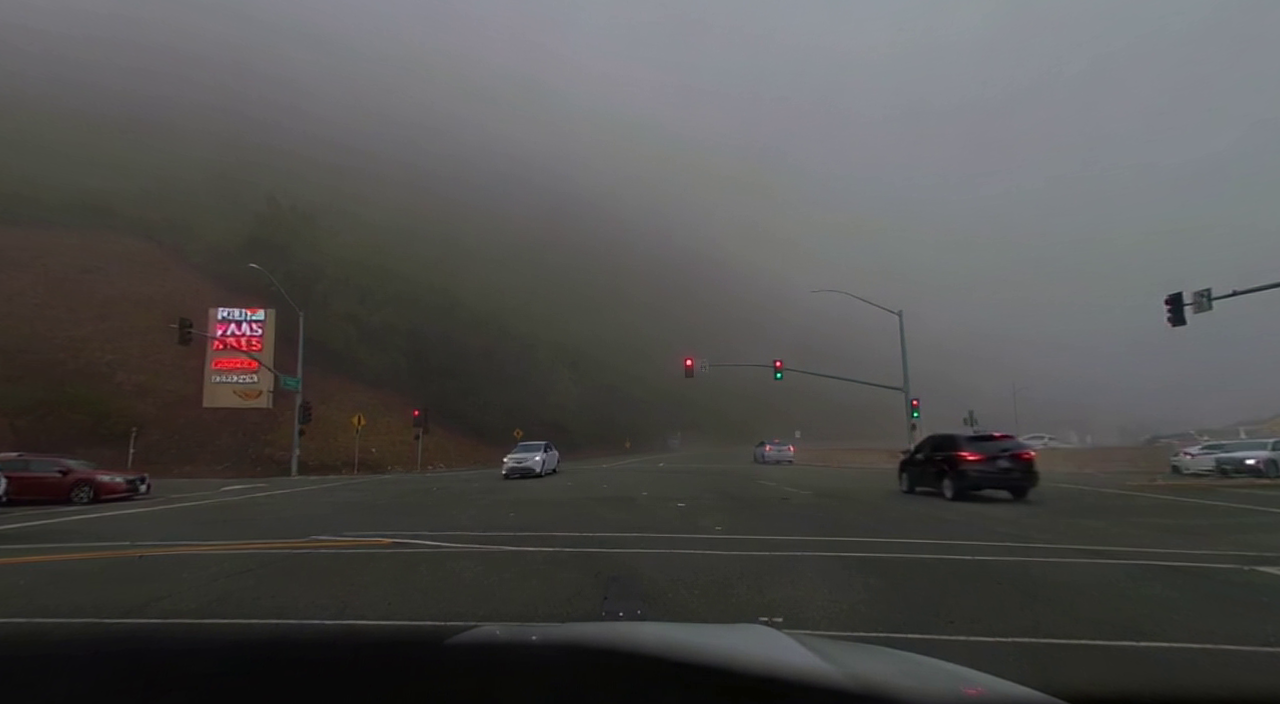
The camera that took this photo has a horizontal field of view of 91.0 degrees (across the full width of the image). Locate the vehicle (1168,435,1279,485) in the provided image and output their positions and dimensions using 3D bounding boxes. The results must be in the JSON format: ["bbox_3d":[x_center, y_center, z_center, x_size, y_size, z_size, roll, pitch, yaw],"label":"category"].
[{"bbox_3d":[25.029,4.457,26.064,4.546,1.944,2.051,1,-9,-5],"label":"vehicle"}]

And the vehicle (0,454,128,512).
[{"bbox_3d":[-19.790,4.210,20.476,4.440,1.748,2.033,0,-8,1],"label":"vehicle"}]

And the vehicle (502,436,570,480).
[{"bbox_3d":[-4.711,4.890,29.272,2.238,1.883,4.503,0,-9,2],"label":"vehicle"}]

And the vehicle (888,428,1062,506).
[{"bbox_3d":[9.273,3.222,18.096,2.114,1.898,4.996,0,-9,-2],"label":"vehicle"}]

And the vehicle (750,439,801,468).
[{"bbox_3d":[9.147,6.898,42.866,2.273,1.839,4.218,1,-9,-4],"label":"vehicle"}]
